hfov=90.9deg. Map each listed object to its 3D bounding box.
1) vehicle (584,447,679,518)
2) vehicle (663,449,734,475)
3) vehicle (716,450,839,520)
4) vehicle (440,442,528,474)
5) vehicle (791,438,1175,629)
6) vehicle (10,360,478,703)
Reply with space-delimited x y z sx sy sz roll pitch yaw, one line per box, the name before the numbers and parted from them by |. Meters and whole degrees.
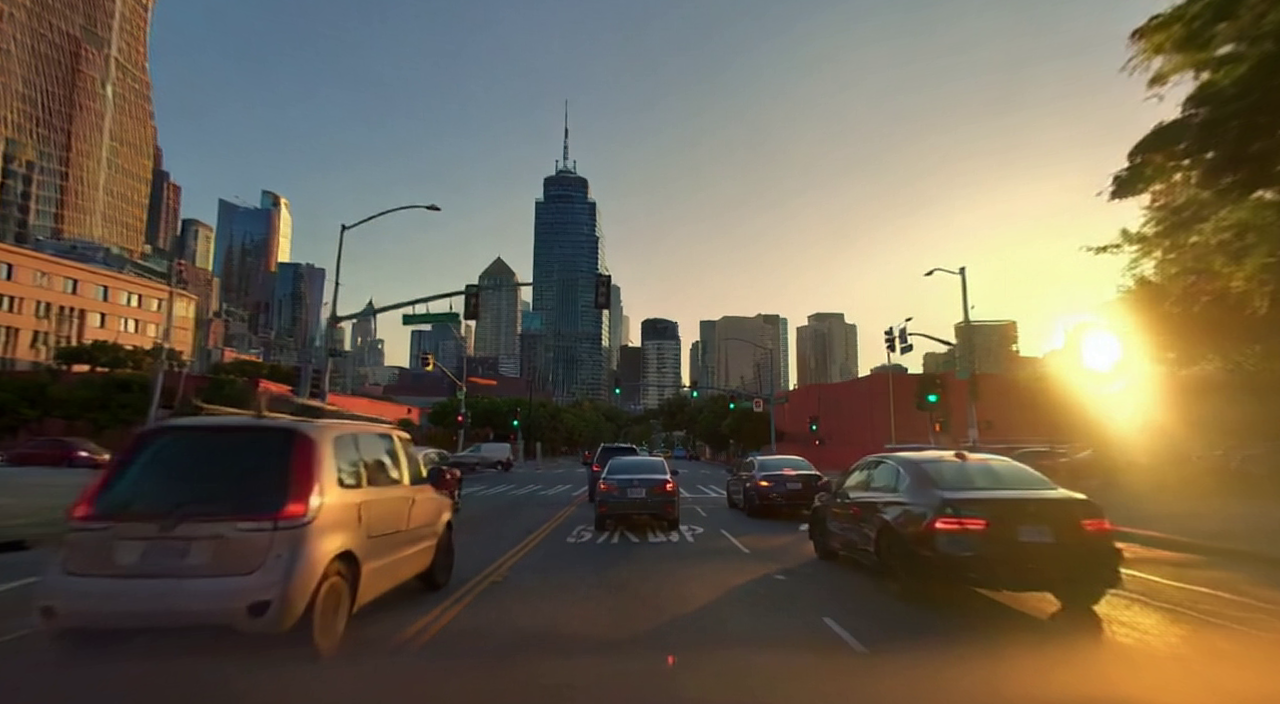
vehicle | -0.242 3.075 15.373 2.031 1.461 3.763 0 -8 -2
vehicle | 3.634 6.931 40.143 2.106 1.498 4.820 4 -10 -28
vehicle | 3.243 3.221 15.844 1.942 1.443 4.468 0 -8 -2
vehicle | -8.790 5.916 35.483 4.556 1.689 1.982 -4 -9 25
vehicle | 3.364 1.829 7.495 1.973 1.537 4.533 0 -8 0
vehicle | -2.859 1.332 5.709 1.683 2.039 3.703 0 -8 2
